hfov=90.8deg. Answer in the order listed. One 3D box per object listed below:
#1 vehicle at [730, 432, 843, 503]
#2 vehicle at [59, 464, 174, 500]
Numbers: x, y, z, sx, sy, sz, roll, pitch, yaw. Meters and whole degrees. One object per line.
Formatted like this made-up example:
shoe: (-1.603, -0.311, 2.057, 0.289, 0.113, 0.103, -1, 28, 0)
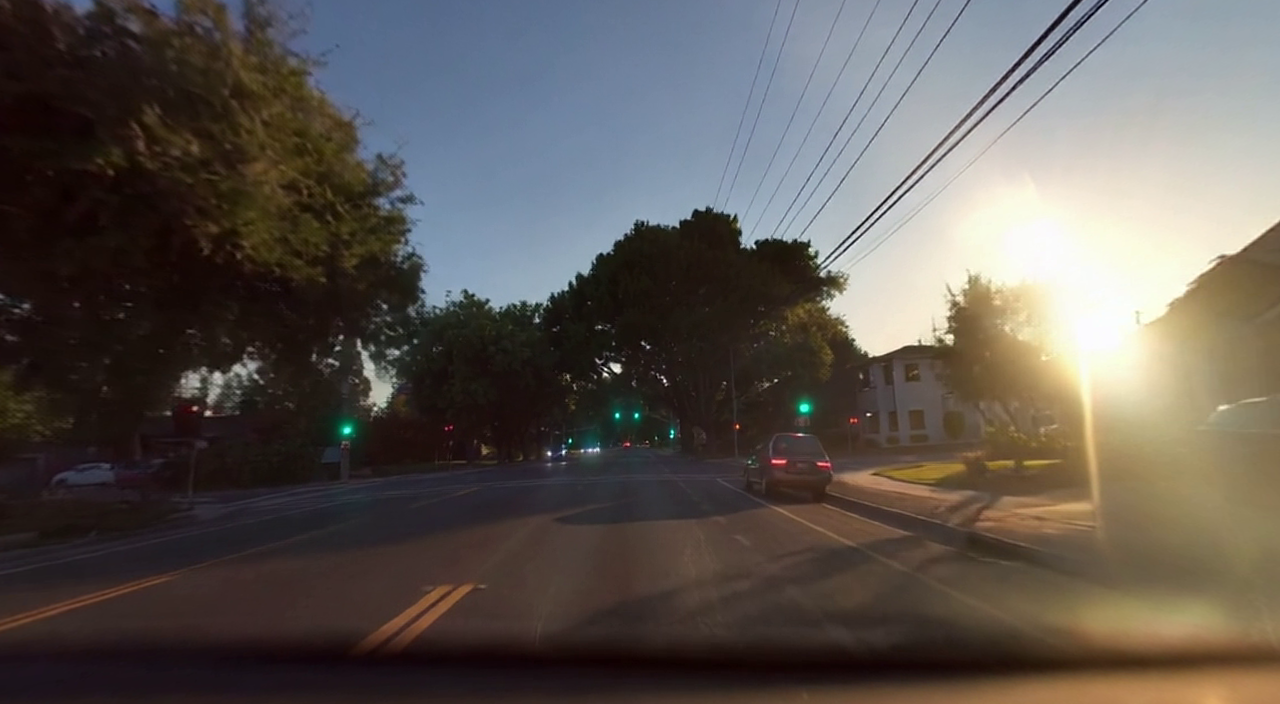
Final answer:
vehicle: (3.778, 3.039, 17.123, 1.900, 1.661, 4.346, 0, -8, -2)
vehicle: (-29.772, 7.378, 36.064, 4.830, 1.521, 1.948, -5, -9, -2)
